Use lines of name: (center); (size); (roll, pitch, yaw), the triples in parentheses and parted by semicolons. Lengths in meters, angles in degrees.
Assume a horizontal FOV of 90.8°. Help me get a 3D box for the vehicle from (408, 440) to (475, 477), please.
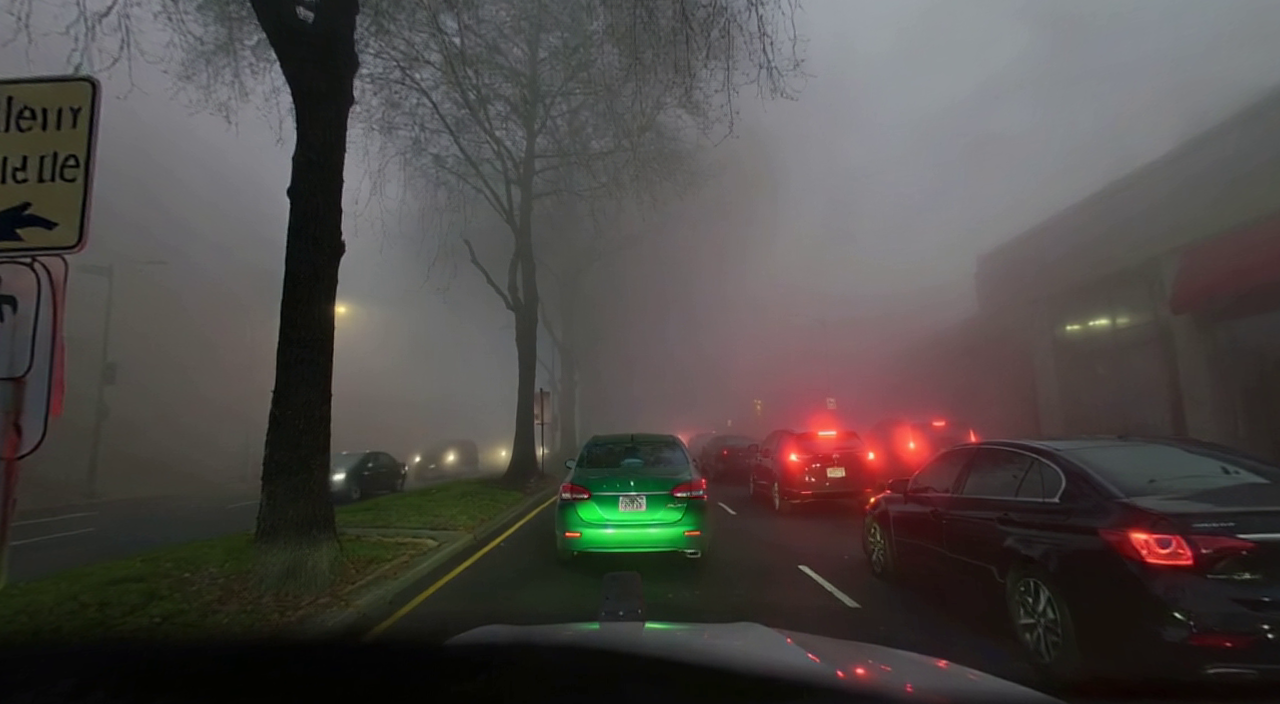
vehicle: (-10.467, 5.648, 33.786); (2.060, 1.792, 5.170); (0, -9, -2)

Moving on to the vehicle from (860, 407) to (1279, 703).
vehicle: (3.307, 1.257, 4.474); (1.988, 1.480, 4.195); (0, -9, 0)

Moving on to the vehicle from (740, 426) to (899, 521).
vehicle: (3.537, 2.483, 13.413); (2.025, 1.660, 4.263); (0, -9, -1)

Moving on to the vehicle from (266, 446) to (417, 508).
vehicle: (-8.108, 3.394, 17.674); (2.169, 1.477, 4.168); (0, -9, 0)

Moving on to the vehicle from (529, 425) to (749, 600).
vehicle: (-0.021, 1.653, 7.288); (1.887, 1.487, 3.535); (0, -9, 0)
